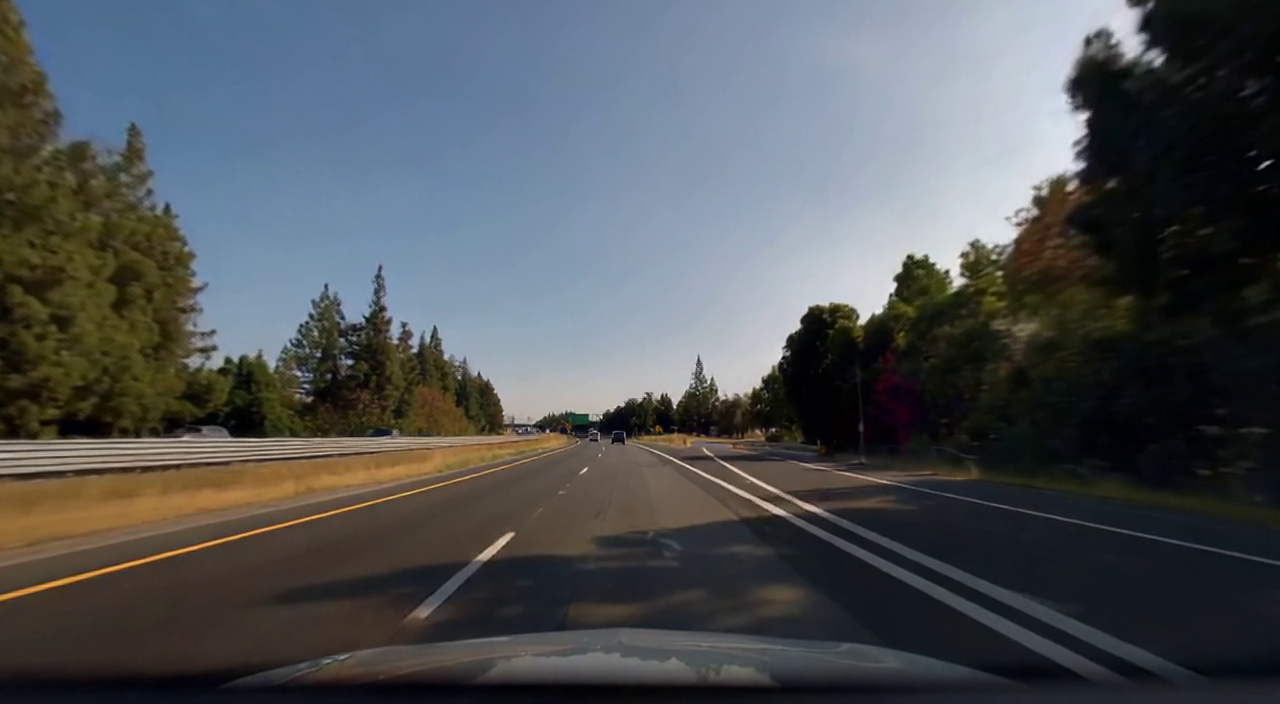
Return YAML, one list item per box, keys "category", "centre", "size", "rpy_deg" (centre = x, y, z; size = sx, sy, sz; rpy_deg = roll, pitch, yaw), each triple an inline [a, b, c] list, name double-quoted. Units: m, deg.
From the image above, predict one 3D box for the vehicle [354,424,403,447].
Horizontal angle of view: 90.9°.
- category: "vehicle"
  centre: [-17.337, 5.555, 41.986]
  size: [1.761, 1.429, 3.686]
  rpy_deg: [0, -8, -1]
